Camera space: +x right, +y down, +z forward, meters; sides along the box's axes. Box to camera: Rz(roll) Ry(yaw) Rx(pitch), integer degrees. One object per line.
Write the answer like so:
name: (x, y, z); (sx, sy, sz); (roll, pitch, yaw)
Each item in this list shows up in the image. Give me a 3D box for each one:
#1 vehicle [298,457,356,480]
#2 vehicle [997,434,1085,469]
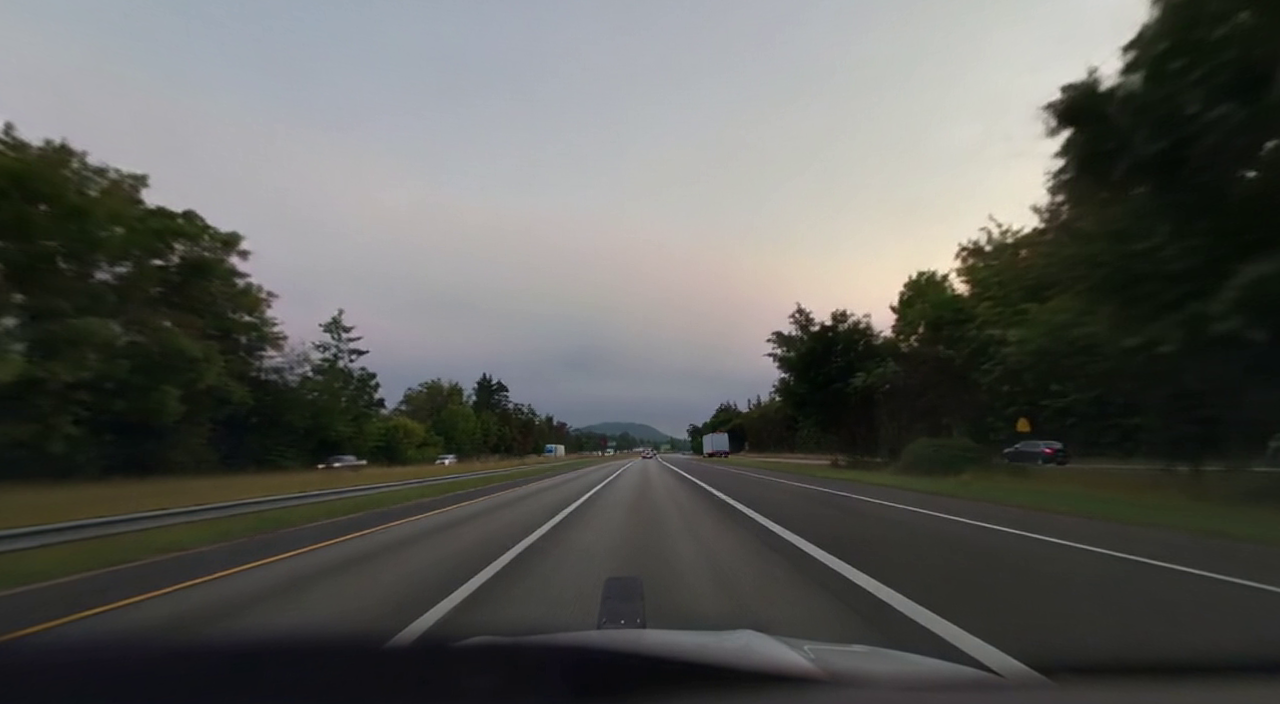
vehicle: (-23.825, 8.873, 48.147); (1.961, 1.576, 4.648); (0, -9, 2)
vehicle: (22.292, 5.566, 35.214); (2.038, 1.823, 3.744); (1, -9, -8)
